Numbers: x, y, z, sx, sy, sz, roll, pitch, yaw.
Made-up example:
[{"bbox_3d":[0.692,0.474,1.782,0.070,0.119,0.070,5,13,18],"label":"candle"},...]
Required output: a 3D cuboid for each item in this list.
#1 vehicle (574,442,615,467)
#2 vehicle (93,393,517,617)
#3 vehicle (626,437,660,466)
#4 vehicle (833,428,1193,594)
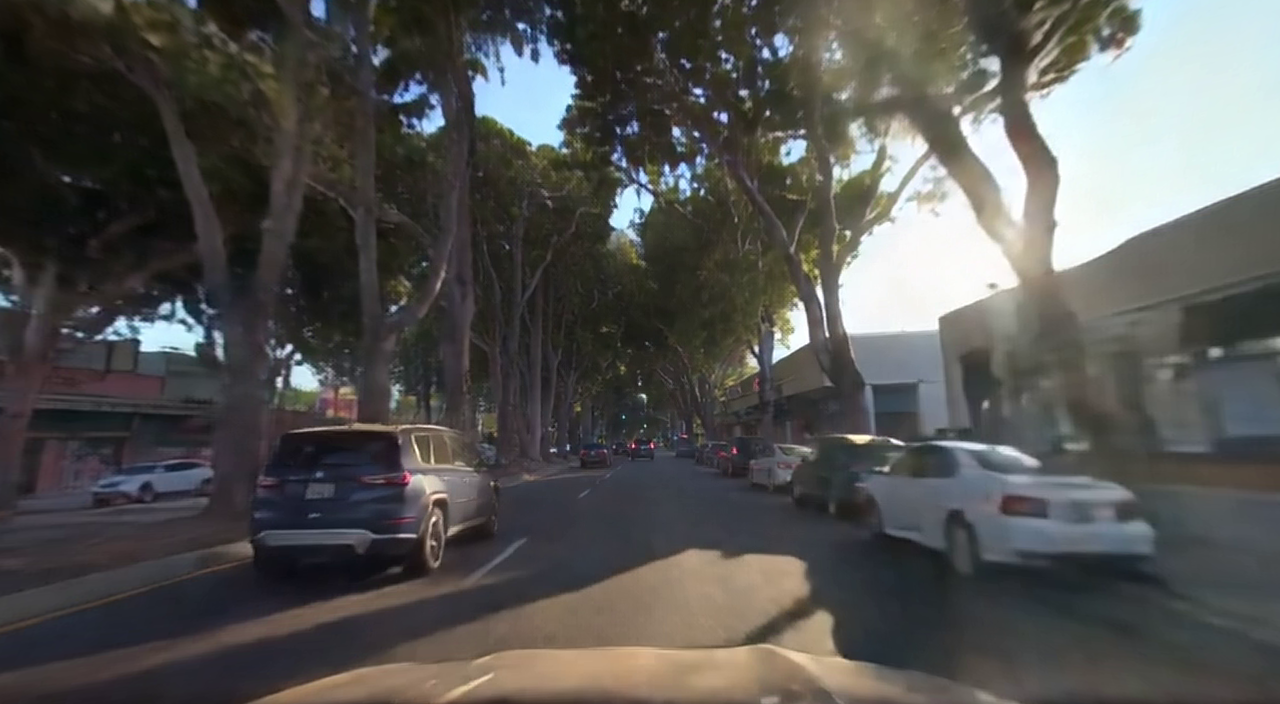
[{"bbox_3d":[-2.833,6.490,40.043,2.151,1.484,4.468,0,-8,2],"label":"vehicle"},{"bbox_3d":[-3.057,1.520,7.293,2.186,1.708,4.746,0,-8,1],"label":"vehicle"},{"bbox_3d":[0.206,6.460,40.993,2.075,1.770,4.018,0,-8,0],"label":"vehicle"},{"bbox_3d":[4.113,1.788,8.003,1.887,1.517,4.257,0,-8,-1],"label":"vehicle"}]
